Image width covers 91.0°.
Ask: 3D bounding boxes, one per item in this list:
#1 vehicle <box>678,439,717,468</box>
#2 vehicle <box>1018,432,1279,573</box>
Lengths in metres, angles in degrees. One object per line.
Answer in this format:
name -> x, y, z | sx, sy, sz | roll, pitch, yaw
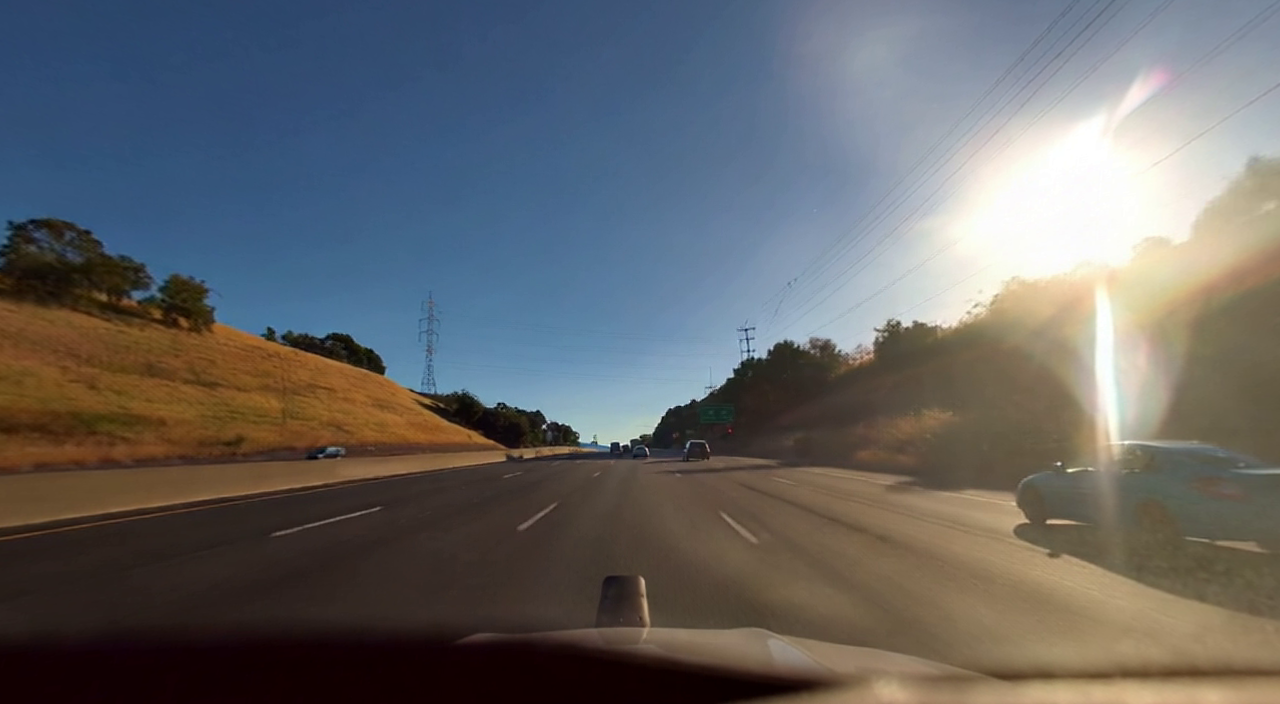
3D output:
vehicle -> 3.736, 6.733, 41.873 | 2.159, 1.782, 4.673 | 1, -9, 0
vehicle -> 8.053, 2.019, 9.299 | 1.970, 1.545, 4.818 | 0, -8, 0
